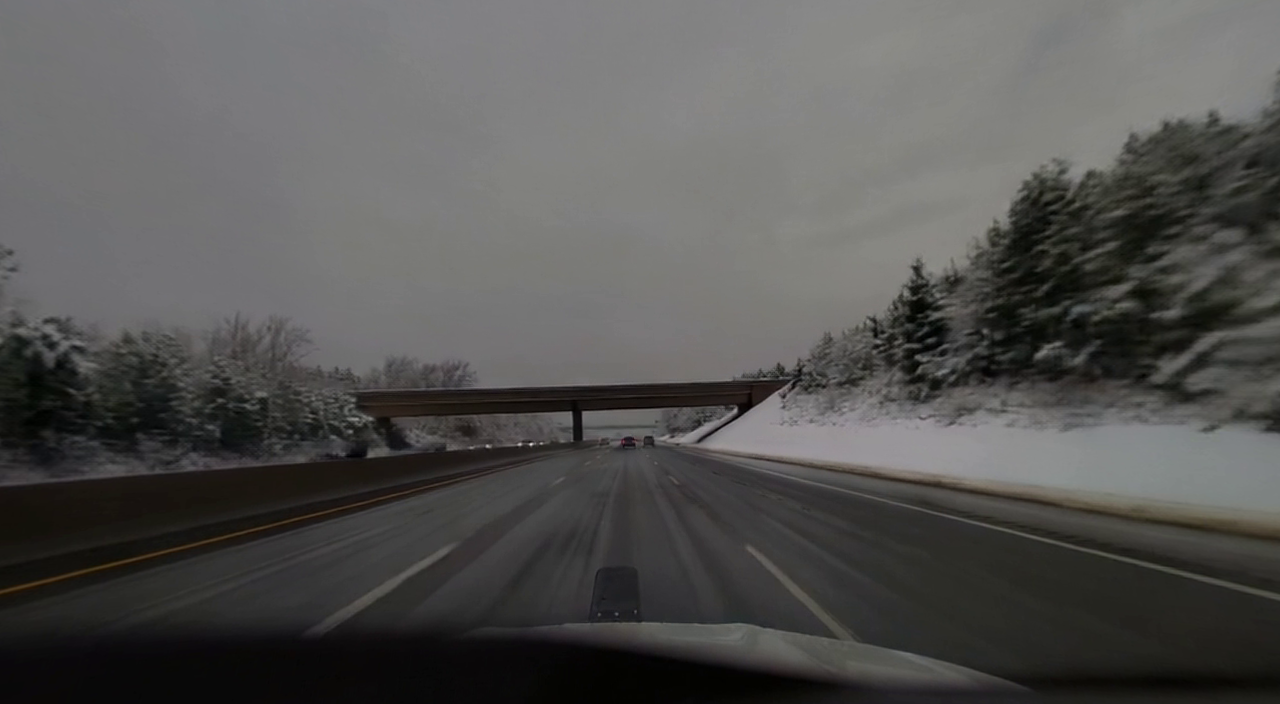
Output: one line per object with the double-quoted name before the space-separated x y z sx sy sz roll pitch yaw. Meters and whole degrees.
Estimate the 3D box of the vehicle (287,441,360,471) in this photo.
"vehicle" -16.864 5.550 33.814 1.818 1.468 4.144 0 -8 -1
